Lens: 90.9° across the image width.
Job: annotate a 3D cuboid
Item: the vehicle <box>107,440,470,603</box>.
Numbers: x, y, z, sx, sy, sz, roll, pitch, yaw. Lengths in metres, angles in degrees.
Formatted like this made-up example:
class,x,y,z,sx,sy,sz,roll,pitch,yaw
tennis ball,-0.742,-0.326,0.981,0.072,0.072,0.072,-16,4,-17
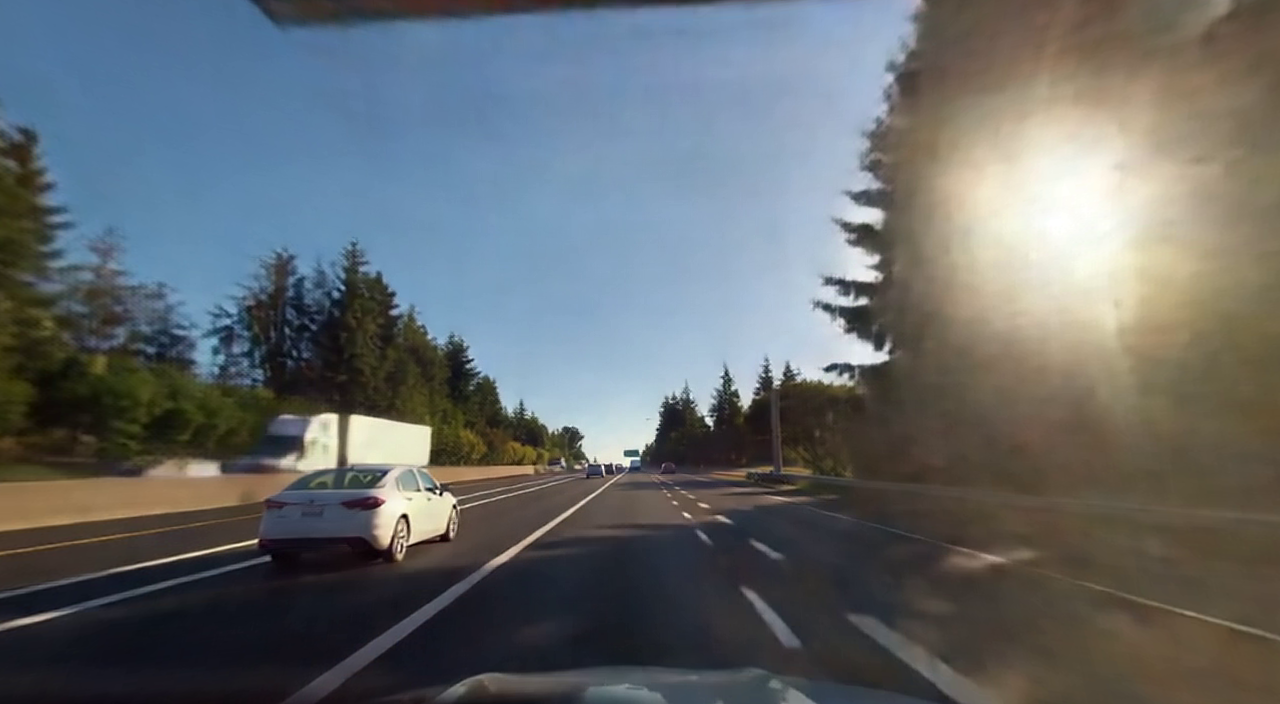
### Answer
class,x,y,z,sx,sy,sz,roll,pitch,yaw
vehicle,-3.806,1.957,8.020,1.998,1.427,4.462,1,-11,0
